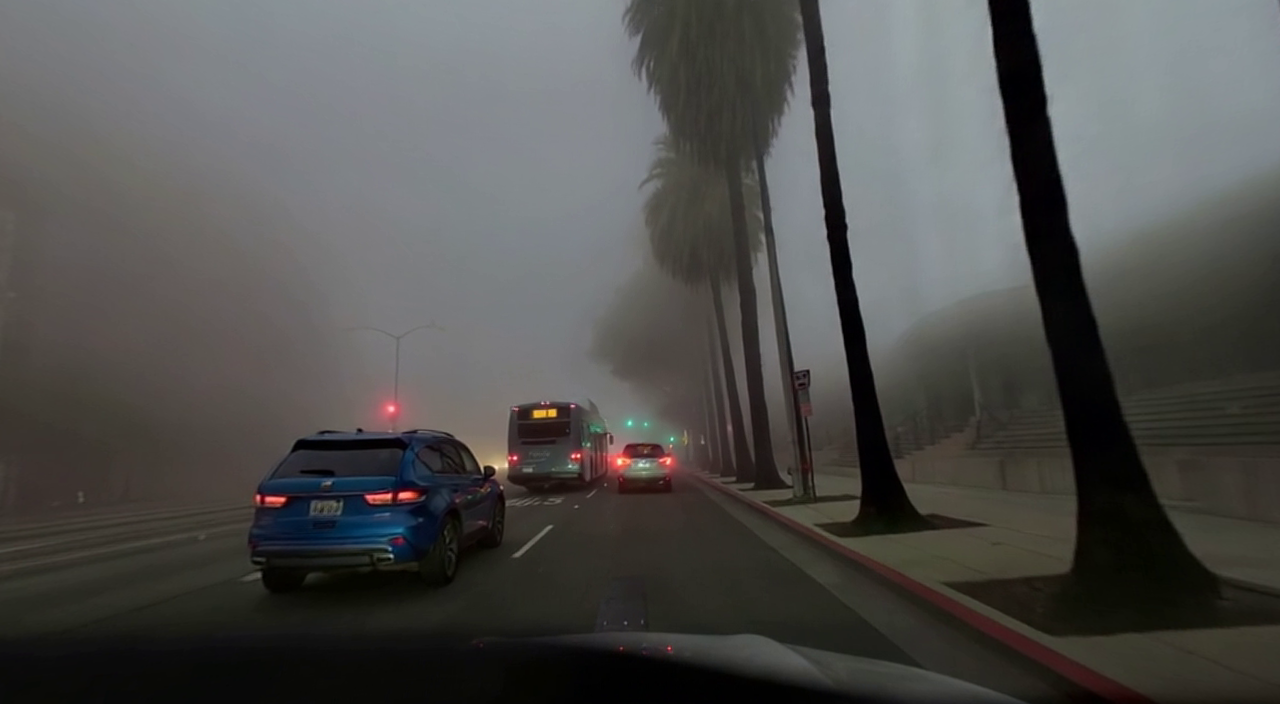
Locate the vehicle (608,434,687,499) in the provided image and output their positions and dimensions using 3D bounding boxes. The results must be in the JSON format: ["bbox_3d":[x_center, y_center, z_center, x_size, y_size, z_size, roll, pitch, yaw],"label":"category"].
[{"bbox_3d":[0.220,3.372,18.931,2.120,1.727,3.917,0,-8,1],"label":"vehicle"}]

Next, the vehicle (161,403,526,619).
[{"bbox_3d":[-2.930,1.686,7.692,2.124,1.799,4.587,0,-8,1],"label":"vehicle"}]

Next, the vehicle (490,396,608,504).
[{"bbox_3d":[-2.842,3.442,22.430,2.775,3.064,8.297,0,-8,1],"label":"vehicle"}]
